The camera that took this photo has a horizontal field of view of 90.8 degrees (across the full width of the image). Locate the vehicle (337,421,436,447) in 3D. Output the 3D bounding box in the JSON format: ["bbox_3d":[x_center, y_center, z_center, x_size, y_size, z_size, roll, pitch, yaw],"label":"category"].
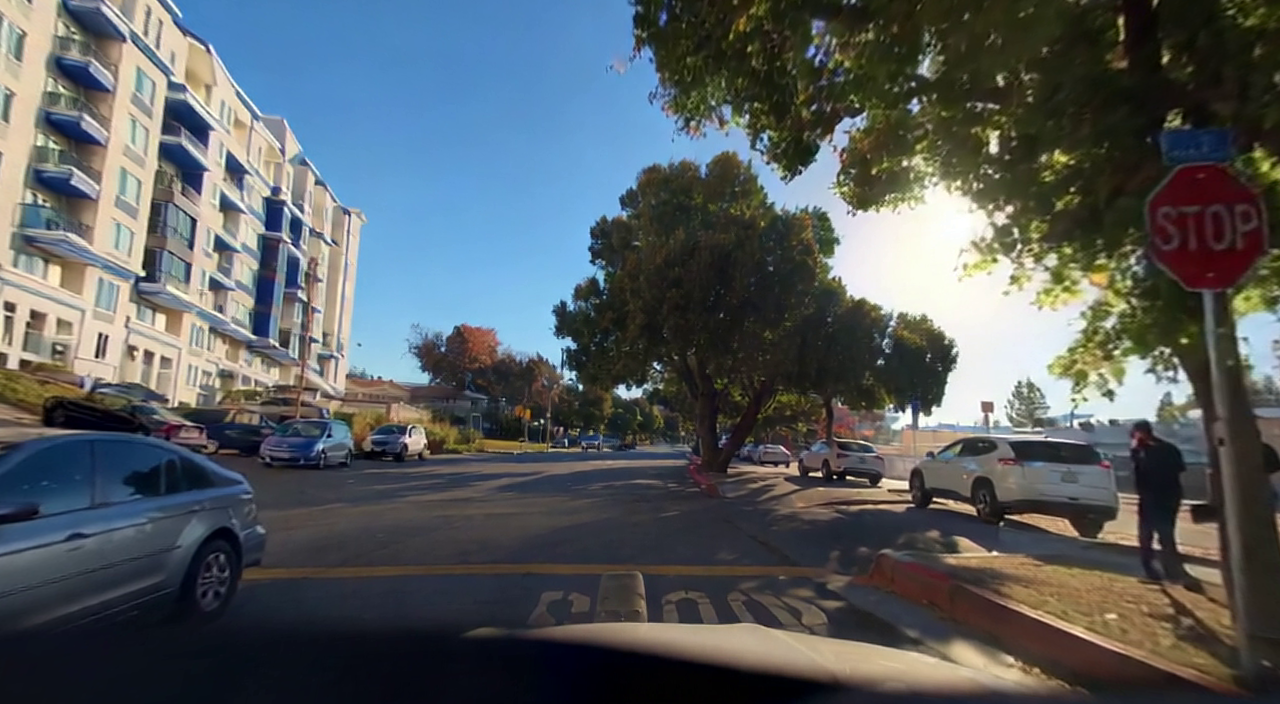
[{"bbox_3d":[-13.624,4.475,34.194,4.603,1.335,1.889,1,-9,-8],"label":"vehicle"}]

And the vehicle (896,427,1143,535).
[{"bbox_3d":[7.476,2.566,13.299,2.181,1.792,5.066,0,-8,2],"label":"vehicle"}]

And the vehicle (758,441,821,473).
[{"bbox_3d":[7.884,5.564,33.738,2.122,1.554,4.777,0,-8,-1],"label":"vehicle"}]

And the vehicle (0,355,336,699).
[{"bbox_3d":[-4.564,1.146,4.915,2.285,1.712,5.200,1,-9,-6],"label":"vehicle"}]

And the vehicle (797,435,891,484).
[{"bbox_3d":[7.867,4.178,24.921,1.917,1.704,4.840,0,-9,-2],"label":"vehicle"}]
